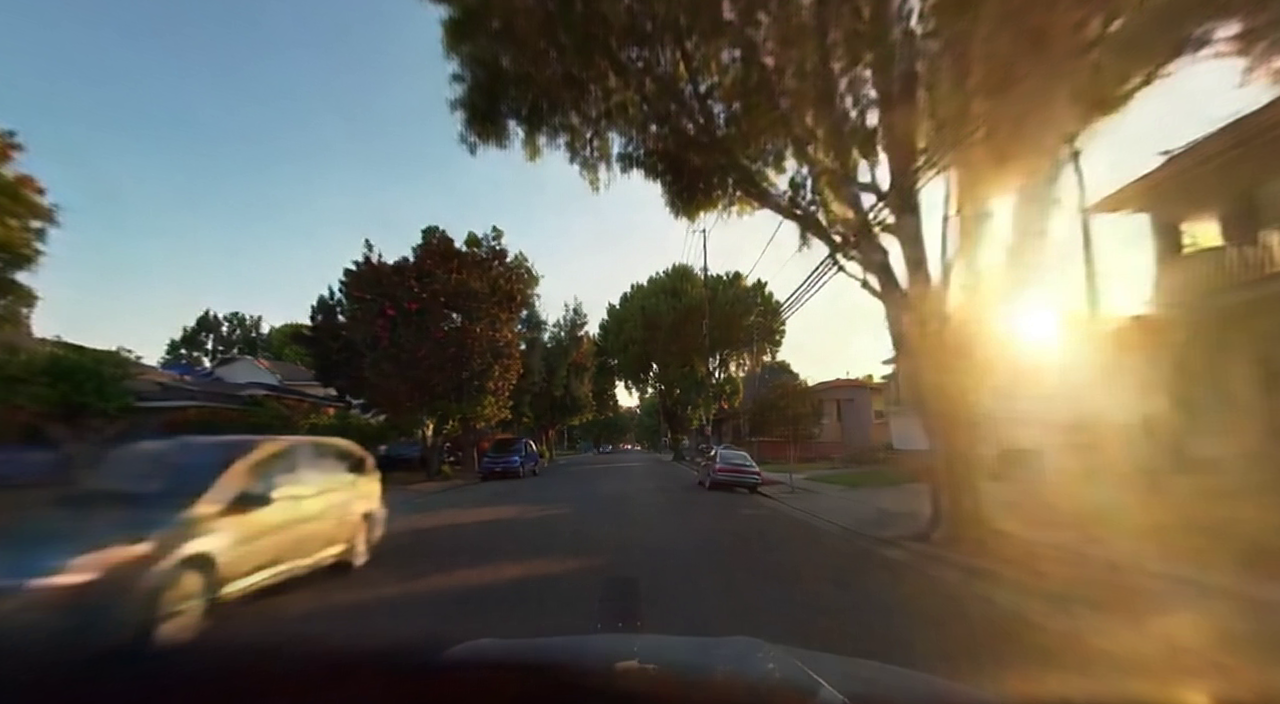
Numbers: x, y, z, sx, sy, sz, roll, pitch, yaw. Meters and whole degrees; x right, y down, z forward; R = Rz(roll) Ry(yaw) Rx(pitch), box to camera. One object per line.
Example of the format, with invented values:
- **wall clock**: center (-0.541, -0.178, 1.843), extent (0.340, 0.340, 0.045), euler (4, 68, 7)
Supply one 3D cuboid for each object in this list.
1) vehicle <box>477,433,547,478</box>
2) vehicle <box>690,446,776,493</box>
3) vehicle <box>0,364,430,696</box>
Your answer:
- **vehicle**: center (-6.035, 4.952, 30.466), extent (2.263, 1.915, 5.071), euler (-1, -8, 1)
- **vehicle**: center (3.042, 3.947, 21.733), extent (1.944, 1.439, 4.500), euler (1, -8, -5)
- **vehicle**: center (-3.819, 1.320, 5.865), extent (2.032, 1.836, 4.520), euler (0, -8, 2)
